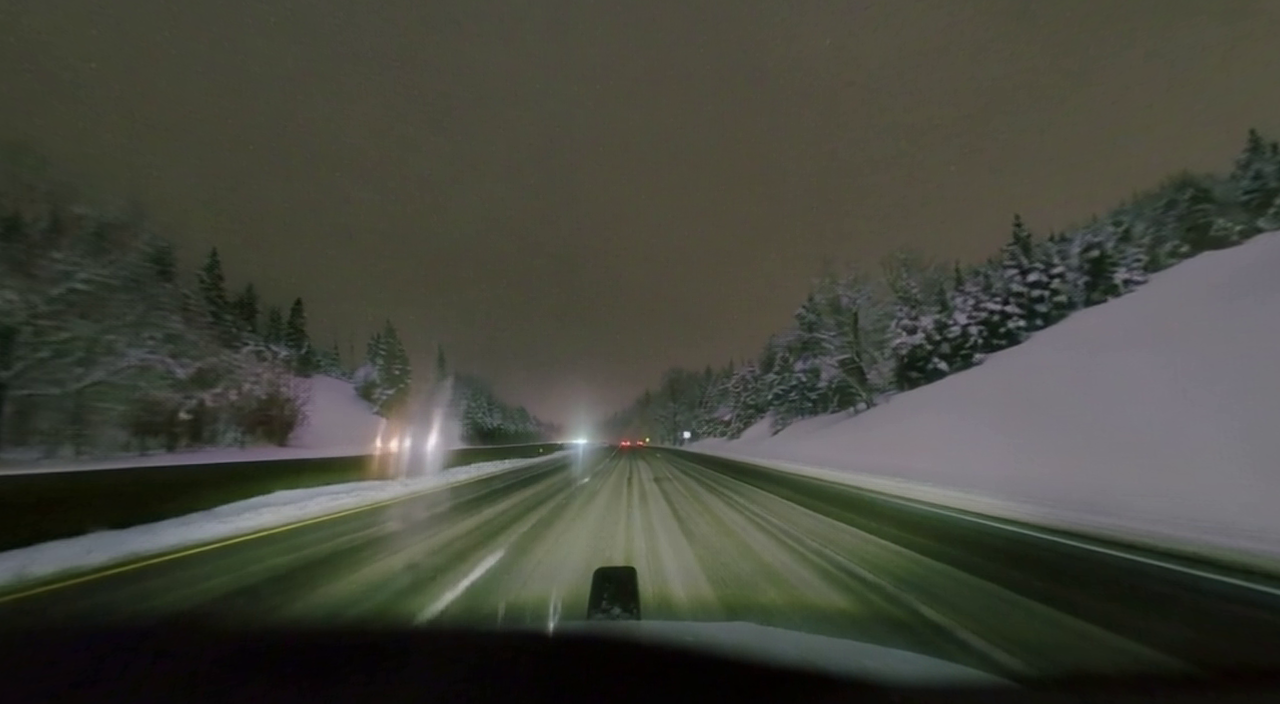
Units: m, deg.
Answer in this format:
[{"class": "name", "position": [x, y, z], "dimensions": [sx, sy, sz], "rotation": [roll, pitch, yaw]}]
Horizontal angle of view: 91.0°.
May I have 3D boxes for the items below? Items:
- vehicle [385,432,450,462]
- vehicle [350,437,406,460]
[{"class": "vehicle", "position": [-12.251, 5.264, 34.951], "dimensions": [2.048, 1.573, 4.319], "rotation": [0, -8, -1]}, {"class": "vehicle", "position": [-16.794, 6.206, 40.590], "dimensions": [1.913, 1.422, 3.972], "rotation": [0, -8, 0]}]
